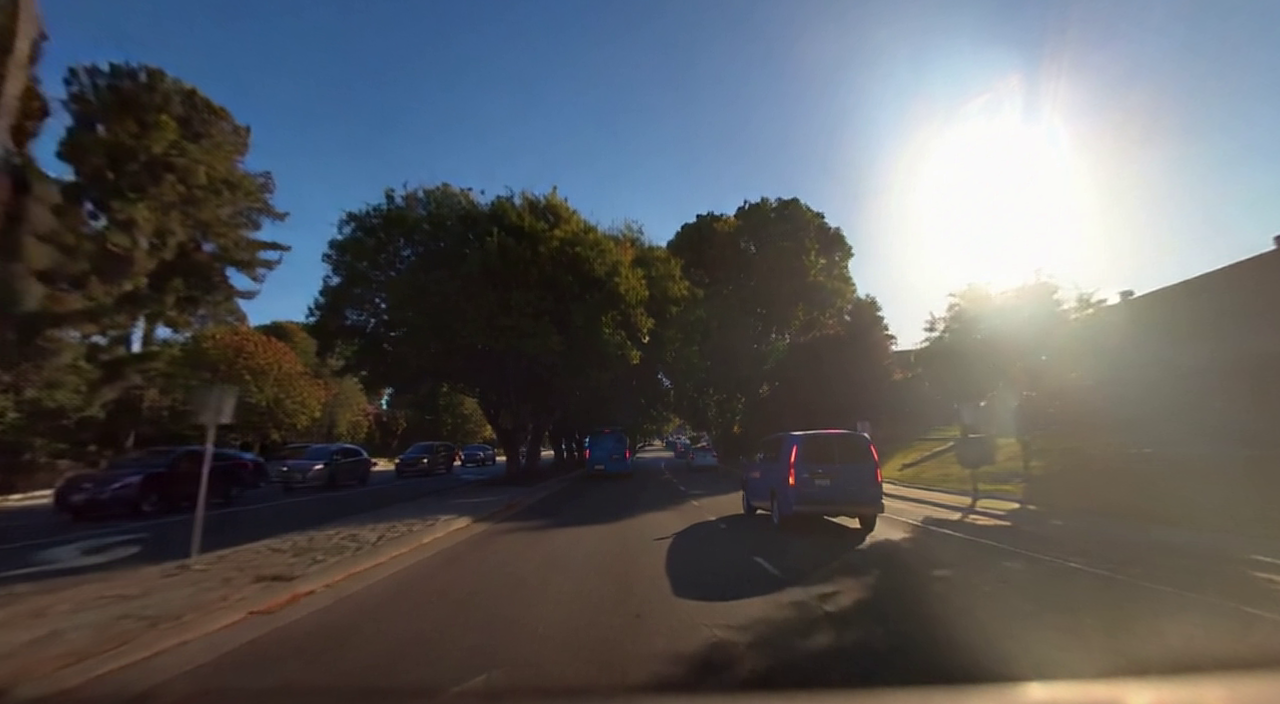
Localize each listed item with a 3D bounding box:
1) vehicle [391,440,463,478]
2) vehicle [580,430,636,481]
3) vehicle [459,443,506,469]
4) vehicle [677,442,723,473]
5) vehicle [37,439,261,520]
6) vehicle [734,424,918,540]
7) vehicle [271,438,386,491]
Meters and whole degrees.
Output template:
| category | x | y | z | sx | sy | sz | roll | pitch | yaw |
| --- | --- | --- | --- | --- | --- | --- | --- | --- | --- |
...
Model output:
| category | x | y | z | sx | sy | sz | roll | pitch | yaw |
| --- | --- | --- | --- | --- | --- | --- | --- | --- | --- |
| vehicle | -11.073 | 5.576 | 33.273 | 2.091 | 1.806 | 4.859 | 0 | -9 | 0 |
| vehicle | -1.303 | 4.568 | 28.051 | 2.228 | 2.054 | 4.309 | 0 | -9 | 1 |
| vehicle | -11.204 | 7.410 | 45.213 | 2.192 | 1.754 | 4.569 | 0 | -9 | 0 |
| vehicle | 3.455 | 6.215 | 37.350 | 2.248 | 1.692 | 4.252 | 0 | -9 | -1 |
| vehicle | -11.232 | 2.912 | 14.941 | 1.956 | 1.625 | 4.123 | 0 | -9 | 0 |
| vehicle | 3.037 | 2.218 | 11.359 | 1.965 | 1.671 | 4.146 | 0 | -9 | -1 |
| vehicle | -10.936 | 3.965 | 22.546 | 1.988 | 1.689 | 4.047 | 0 | -9 | 1 |
